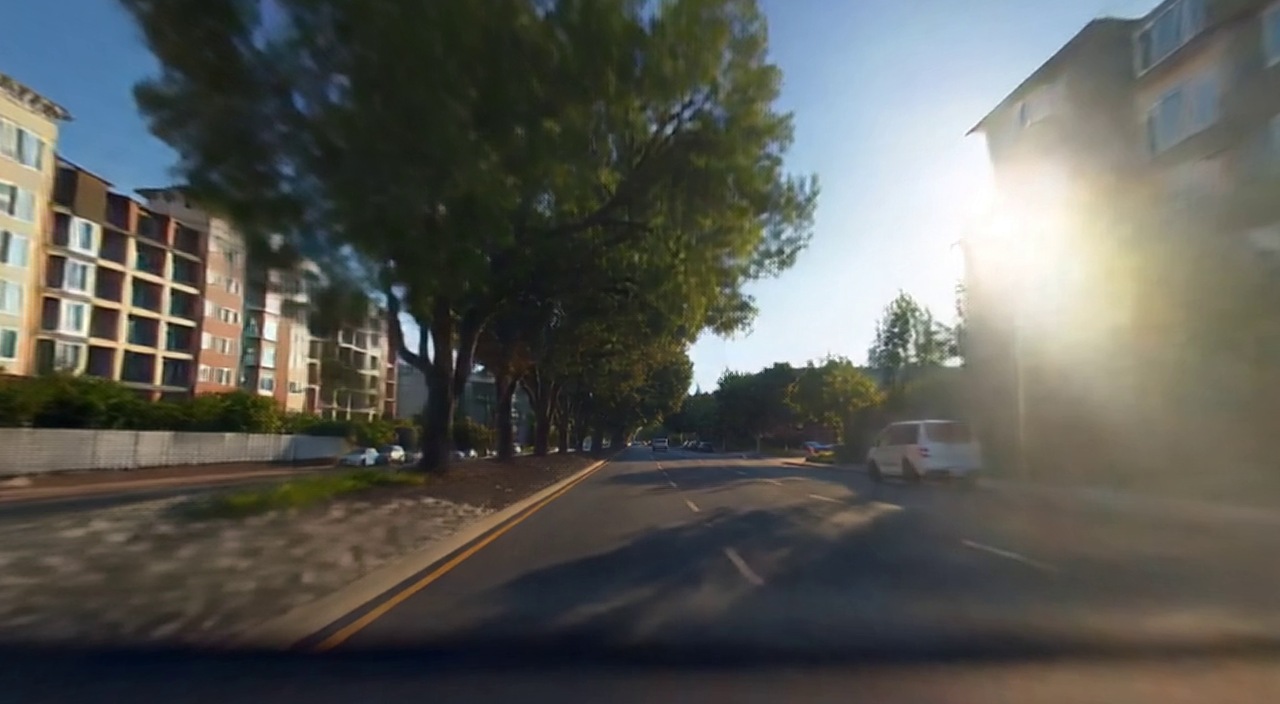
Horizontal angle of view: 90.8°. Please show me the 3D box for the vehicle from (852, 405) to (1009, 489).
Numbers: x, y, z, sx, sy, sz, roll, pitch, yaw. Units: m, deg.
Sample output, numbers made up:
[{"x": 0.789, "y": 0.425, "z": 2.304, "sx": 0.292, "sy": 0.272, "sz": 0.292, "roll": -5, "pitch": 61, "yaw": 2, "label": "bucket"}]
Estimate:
[{"x": 9.872, "y": 3.340, "z": 22.251, "sx": 2.456, "sy": 2.534, "sz": 5.930, "roll": 0, "pitch": -8, "yaw": -2, "label": "vehicle"}]

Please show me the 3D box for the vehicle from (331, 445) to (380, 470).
[{"x": -22.168, "y": 8.245, "z": 49.408, "sx": 1.863, "sy": 1.845, "sz": 4.073, "roll": 0, "pitch": -8, "yaw": 1, "label": "vehicle"}]
